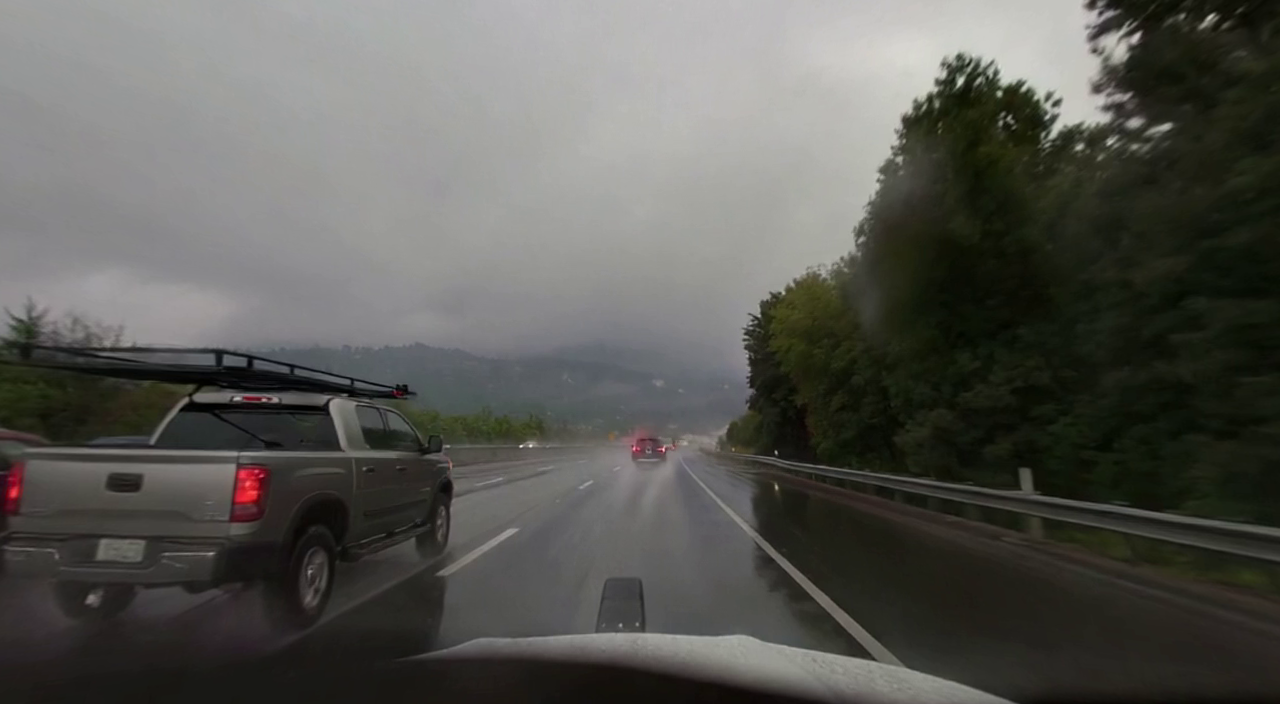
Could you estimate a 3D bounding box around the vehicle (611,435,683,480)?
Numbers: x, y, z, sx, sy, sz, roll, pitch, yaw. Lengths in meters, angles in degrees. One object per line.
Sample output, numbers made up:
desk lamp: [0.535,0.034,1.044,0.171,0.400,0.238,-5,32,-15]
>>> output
vehicle: [0.289,4.391,26.549,2.715,1.669,5.163,0,-9,1]

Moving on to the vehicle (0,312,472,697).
vehicle: [-3.327,1.109,5.681,2.250,1.947,4.860,0,-9,0]
